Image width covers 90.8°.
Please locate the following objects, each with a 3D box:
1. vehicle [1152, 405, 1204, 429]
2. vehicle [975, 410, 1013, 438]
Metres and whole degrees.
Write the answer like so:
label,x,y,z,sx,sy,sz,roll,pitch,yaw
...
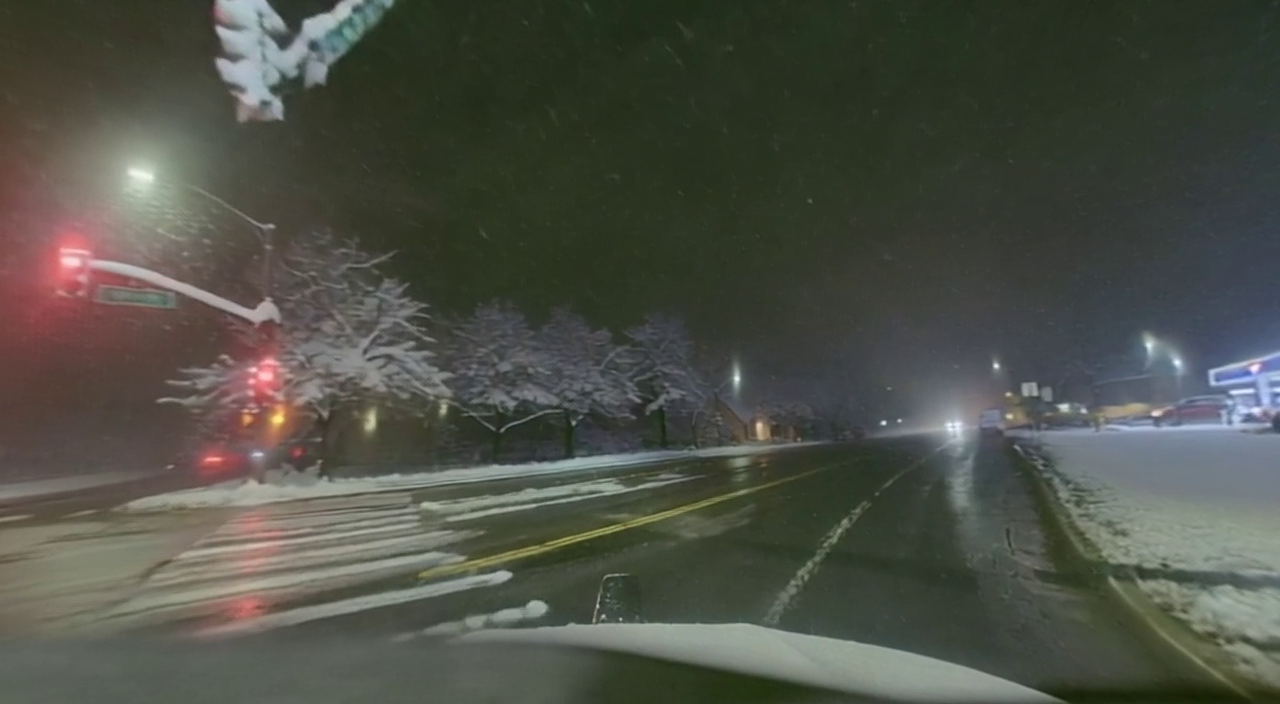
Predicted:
label,x,y,z,sx,sy,sz,roll,pitch,yaw
vehicle,35.721,4.368,42.057,1.919,1.411,4.440,-6,-10,32
vehicle,26.935,5.526,48.007,2.194,1.896,5.049,-5,-10,31
